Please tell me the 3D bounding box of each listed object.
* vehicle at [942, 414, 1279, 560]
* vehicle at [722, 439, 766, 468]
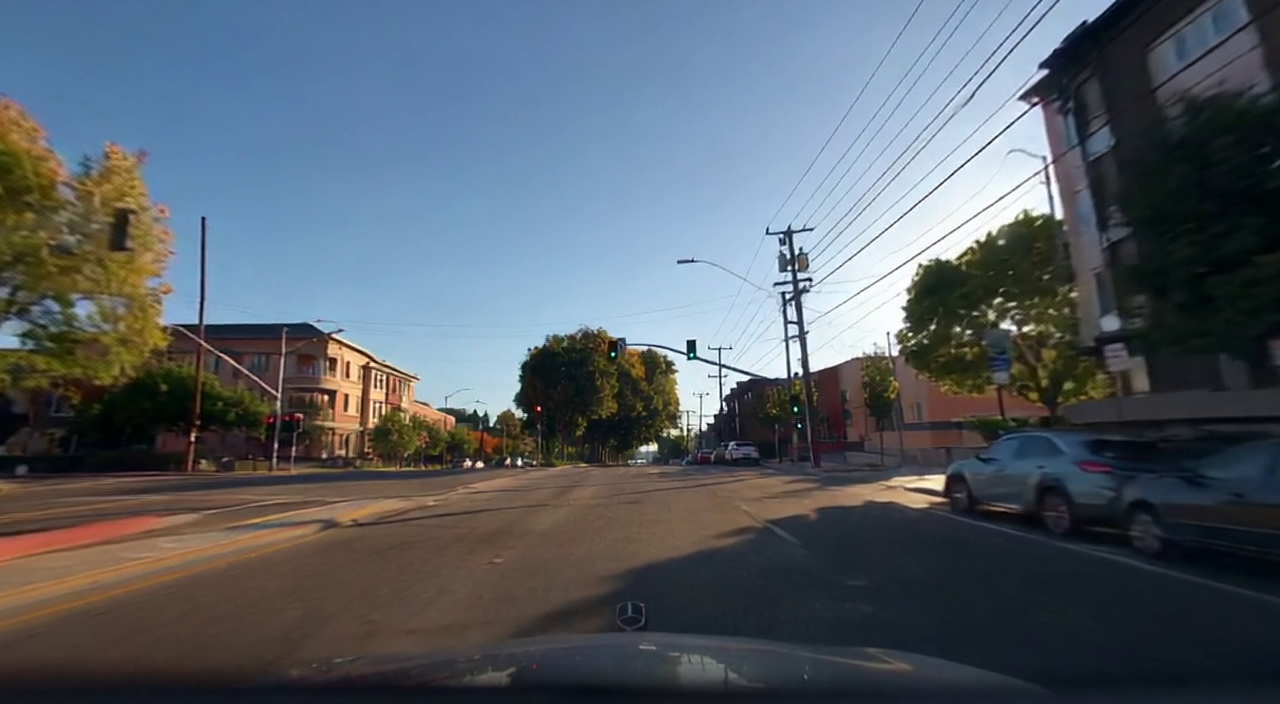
[{"bbox_3d":[6.863,1.969,9.972,1.988,1.740,4.498,0,-8,1],"label":"vehicle"},{"bbox_3d":[7.100,6.990,43.668,2.148,1.904,4.910,0,-8,-1],"label":"vehicle"}]
